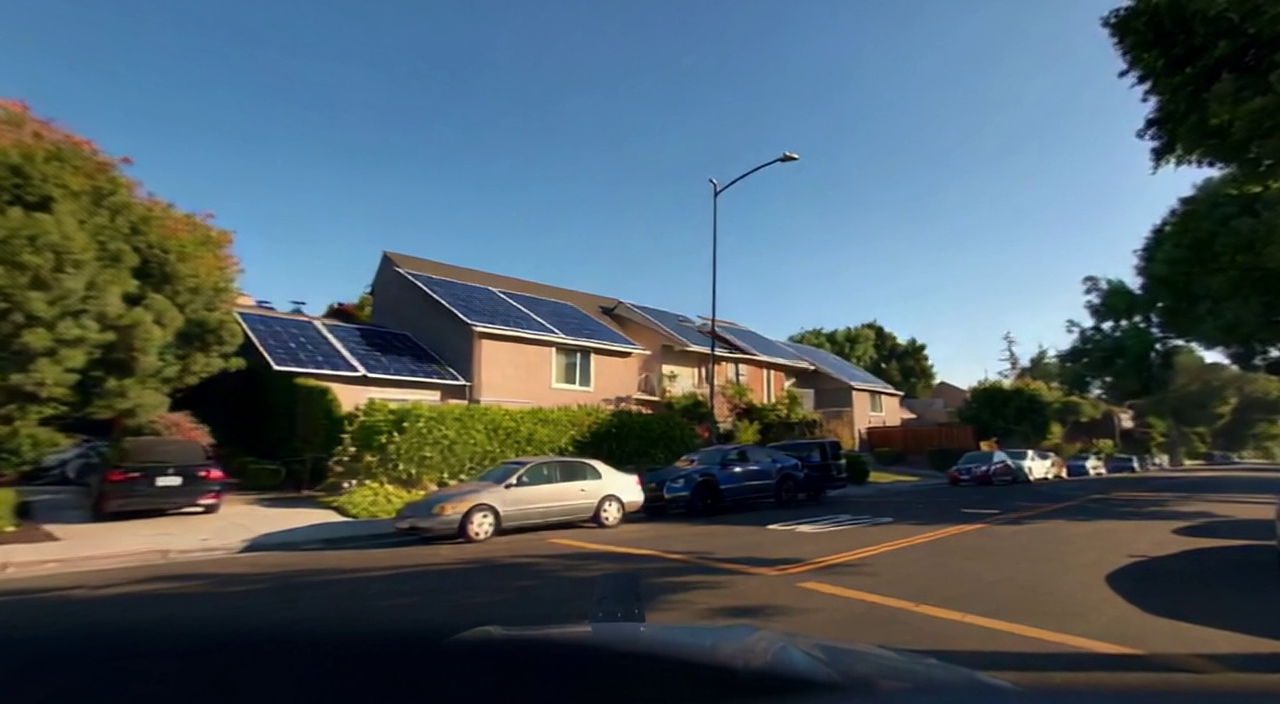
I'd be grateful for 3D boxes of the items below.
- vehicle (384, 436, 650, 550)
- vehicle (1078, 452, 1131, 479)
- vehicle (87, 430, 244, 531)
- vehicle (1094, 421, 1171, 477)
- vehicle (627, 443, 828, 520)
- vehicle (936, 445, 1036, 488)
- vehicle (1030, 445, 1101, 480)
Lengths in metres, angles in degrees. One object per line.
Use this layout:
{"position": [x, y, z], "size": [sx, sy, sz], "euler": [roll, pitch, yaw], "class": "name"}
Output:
{"position": [-1.860, 2.214, 10.323], "size": [3.838, 1.488, 1.805], "euler": [10, -13, -42], "class": "vehicle"}
{"position": [29.037, 7.033, 39.324], "size": [4.068, 1.470, 1.921], "euler": [8, -11, -44], "class": "vehicle"}
{"position": [-8.602, 2.170, 11.308], "size": [1.876, 1.476, 3.484], "euler": [7, -10, -41], "class": "vehicle"}
{"position": [35.497, 6.924, 45.278], "size": [8.004, 3.648, 2.896], "euler": [7, -11, -43], "class": "vehicle"}
{"position": [2.065, 2.755, 13.950], "size": [4.601, 1.406, 1.848], "euler": [7, -13, -42], "class": "vehicle"}
{"position": [13.493, 4.440, 24.453], "size": [4.676, 1.472, 1.901], "euler": [9, -16, -43], "class": "vehicle"}
{"position": [21.669, 5.634, 31.988], "size": [4.483, 1.563, 1.818], "euler": [11, -15, -41], "class": "vehicle"}
